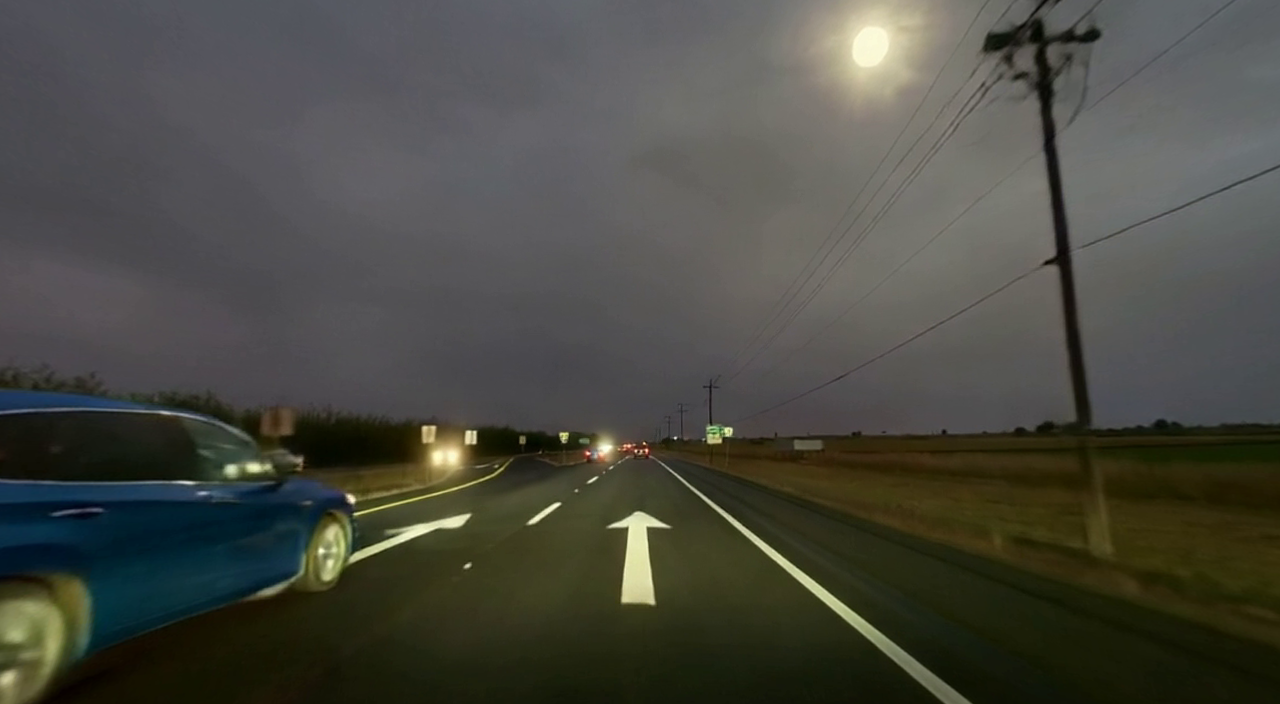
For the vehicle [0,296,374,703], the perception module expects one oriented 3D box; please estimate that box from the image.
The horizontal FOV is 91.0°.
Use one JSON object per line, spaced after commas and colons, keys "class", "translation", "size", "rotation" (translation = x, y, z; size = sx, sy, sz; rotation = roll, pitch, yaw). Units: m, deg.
{"class": "vehicle", "translation": [-3.551, 0.896, 3.458], "size": [2.173, 1.863, 4.786], "rotation": [0, -9, -2]}
